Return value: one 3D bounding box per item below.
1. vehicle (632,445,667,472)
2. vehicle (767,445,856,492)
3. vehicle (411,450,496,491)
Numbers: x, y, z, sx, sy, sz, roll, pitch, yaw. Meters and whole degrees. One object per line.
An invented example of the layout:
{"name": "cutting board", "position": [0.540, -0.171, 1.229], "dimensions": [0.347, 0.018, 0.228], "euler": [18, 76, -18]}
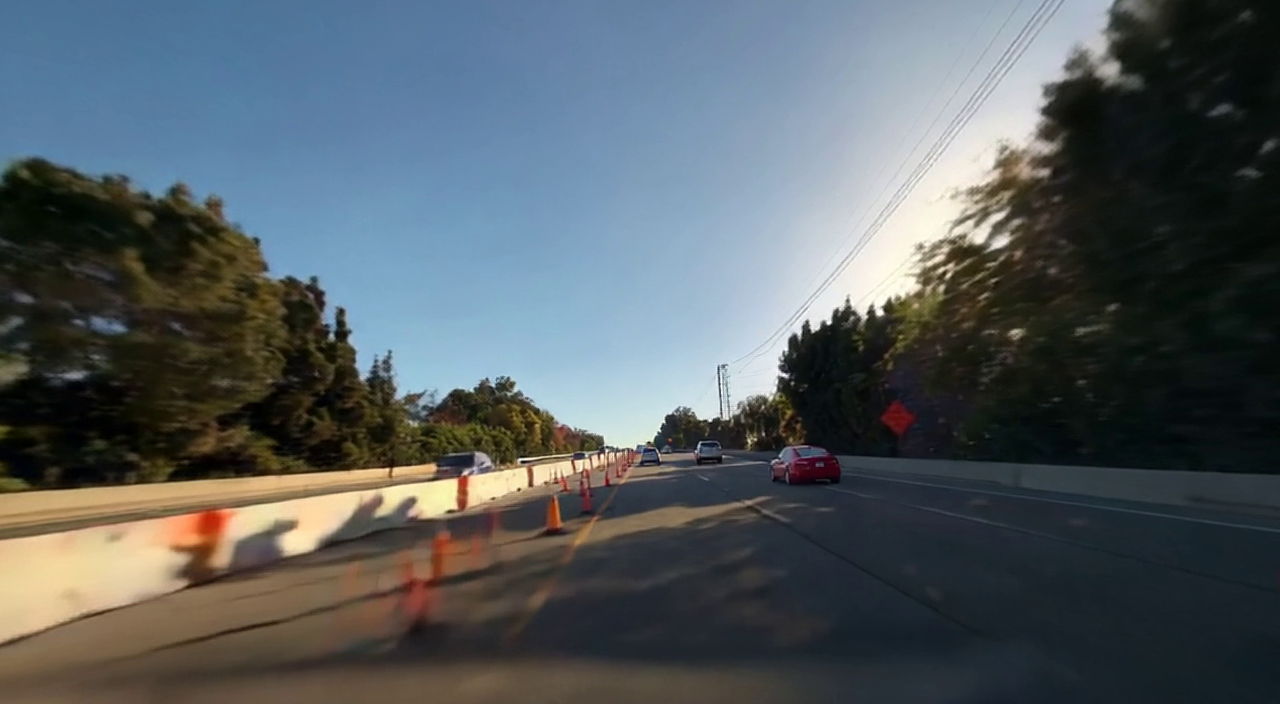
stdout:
{"name": "vehicle", "position": [0.616, 6.700, 40.049], "dimensions": [2.096, 1.583, 4.150], "euler": [0, -8, 1]}
{"name": "vehicle", "position": [5.683, 3.874, 21.421], "dimensions": [1.881, 1.409, 4.016], "euler": [0, -8, 0]}
{"name": "vehicle", "position": [-7.435, 4.739, 25.677], "dimensions": [1.929, 1.470, 4.649], "euler": [-1, -8, 2]}
